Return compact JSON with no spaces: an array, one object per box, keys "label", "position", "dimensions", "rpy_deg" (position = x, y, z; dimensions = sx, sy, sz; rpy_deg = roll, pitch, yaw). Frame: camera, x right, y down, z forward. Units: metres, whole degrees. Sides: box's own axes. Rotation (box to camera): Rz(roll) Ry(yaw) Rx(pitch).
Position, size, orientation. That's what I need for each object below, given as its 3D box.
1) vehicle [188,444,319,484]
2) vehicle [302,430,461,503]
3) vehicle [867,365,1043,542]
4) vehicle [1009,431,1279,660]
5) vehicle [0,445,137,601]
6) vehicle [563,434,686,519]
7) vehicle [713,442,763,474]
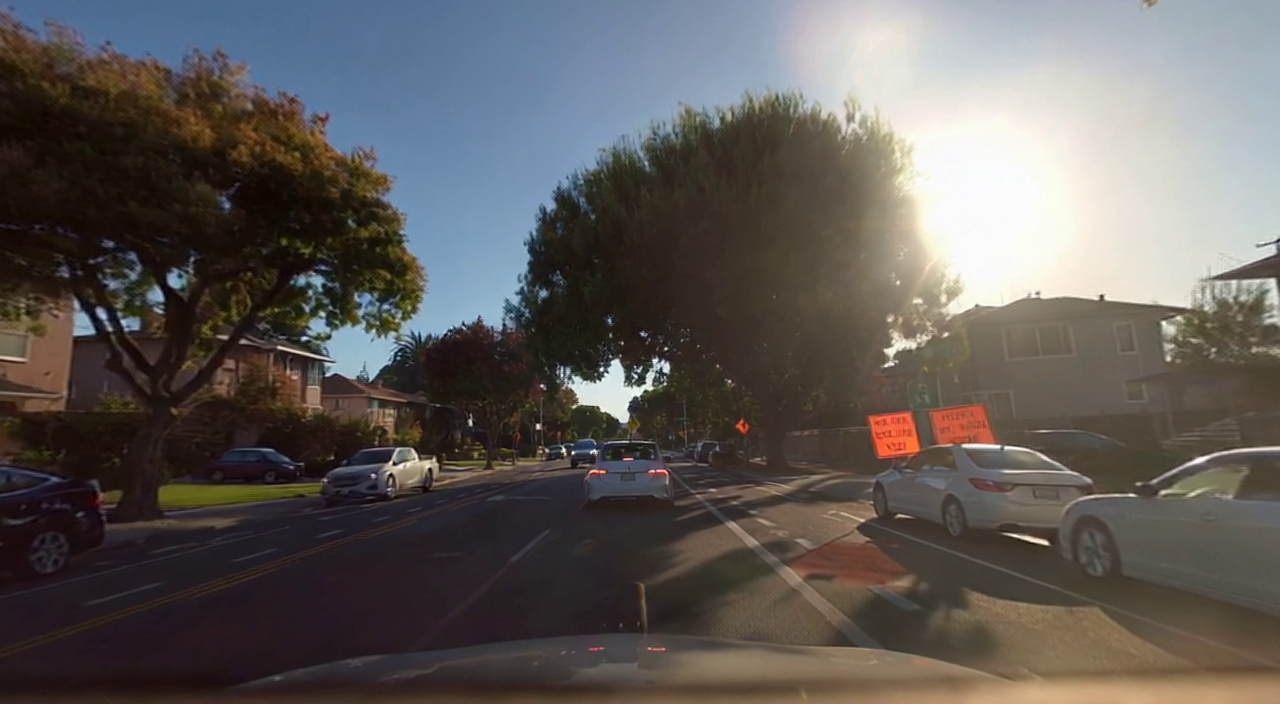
[{"label":"vehicle","position":[-16.649,4.841,27.286],"dimensions":[4.468,1.517,1.796],"rpy_deg":[-1,-9,-2]},{"label":"vehicle","position":[-8.156,3.677,20.797],"dimensions":[2.659,2.047,6.014],"rpy_deg":[0,-9,1]},{"label":"vehicle","position":[5.265,1.719,10.923],"dimensions":[1.409,2.648,2.645],"rpy_deg":[0,-9,-4]},{"label":"vehicle","position":[5.108,1.355,4.711],"dimensions":[1.864,1.480,4.587],"rpy_deg":[0,-8,-1]},{"label":"vehicle","position":[-7.961,1.798,6.399],"dimensions":[2.036,1.676,4.440],"rpy_deg":[0,-8,-1]},{"label":"vehicle","position":[-0.248,2.491,13.124],"dimensions":[2.151,1.481,4.084],"rpy_deg":[0,-8,1]},{"label":"vehicle","position":[4.911,5.367,32.068],"dimensions":[1.985,1.481,4.116],"rpy_deg":[0,-8,1]}]
